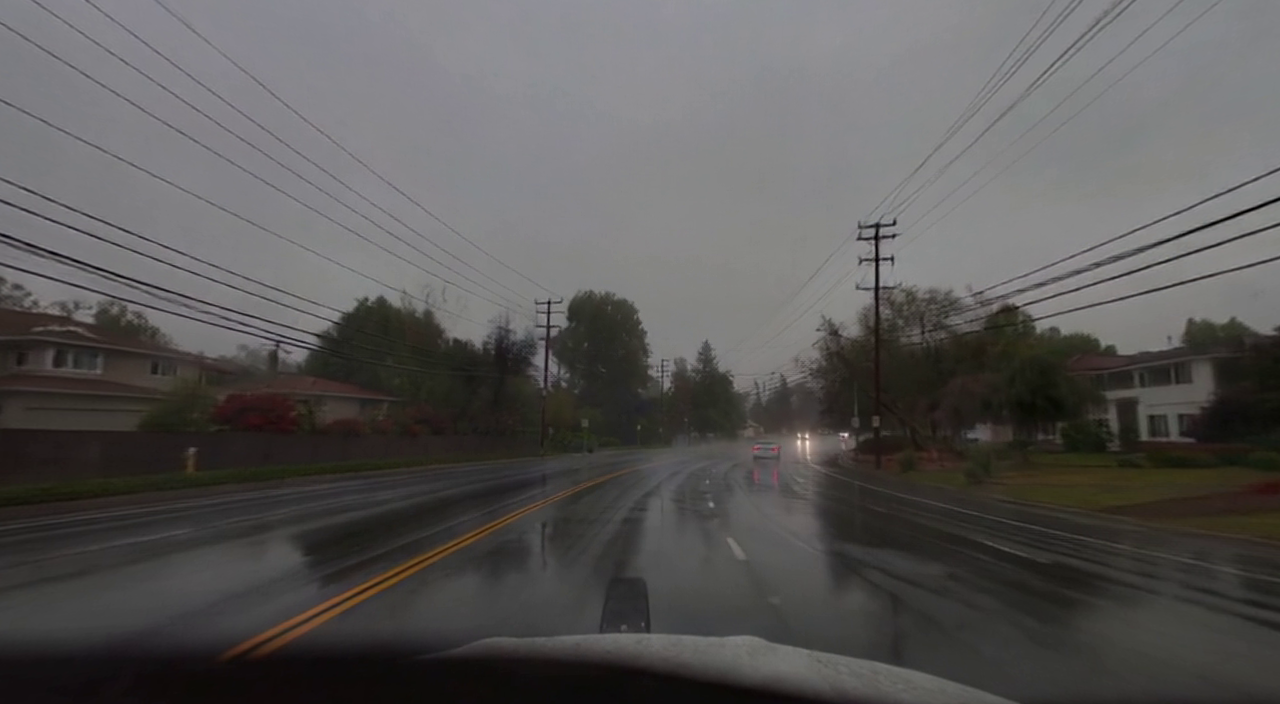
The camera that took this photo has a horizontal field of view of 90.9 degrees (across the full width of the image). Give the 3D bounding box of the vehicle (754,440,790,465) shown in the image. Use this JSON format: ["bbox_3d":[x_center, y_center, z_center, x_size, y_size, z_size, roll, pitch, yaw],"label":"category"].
[{"bbox_3d":[8.007,6.051,38.019,1.982,1.451,4.152,-2,-9,12],"label":"vehicle"}]
